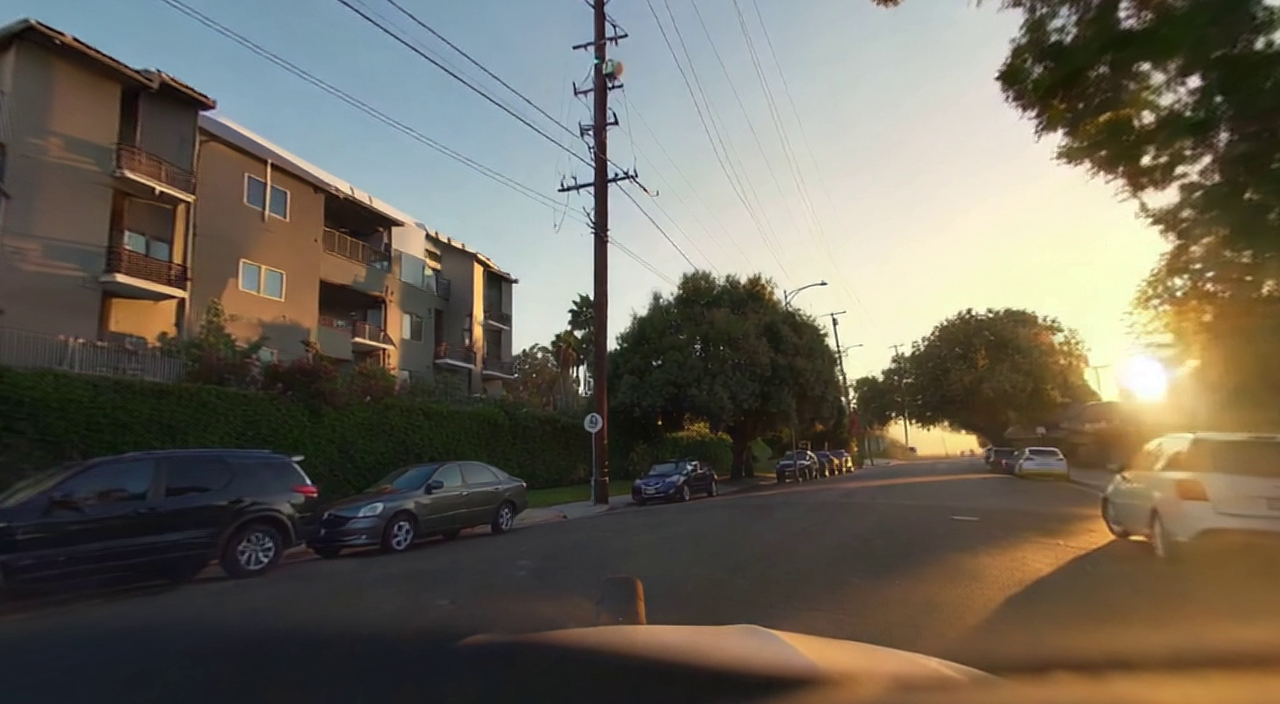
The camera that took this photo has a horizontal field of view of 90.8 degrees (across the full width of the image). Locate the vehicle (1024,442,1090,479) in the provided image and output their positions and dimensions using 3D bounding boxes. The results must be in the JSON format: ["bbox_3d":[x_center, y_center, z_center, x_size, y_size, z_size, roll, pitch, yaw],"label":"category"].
[{"bbox_3d":[18.501,4.780,28.207,1.964,1.515,4.055,-5,-10,28],"label":"vehicle"}]

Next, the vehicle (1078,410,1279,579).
[{"bbox_3d":[7.512,1.718,8.330,2.180,1.677,4.432,-5,-10,27],"label":"vehicle"}]

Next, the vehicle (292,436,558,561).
[{"bbox_3d":[-3.772,2.671,11.971,2.068,1.745,4.579,-12,-14,24],"label":"vehicle"}]

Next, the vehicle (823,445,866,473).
[{"bbox_3d":[15.179,7.952,46.742,1.953,1.699,4.234,-11,-17,29],"label":"vehicle"}]

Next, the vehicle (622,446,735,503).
[{"bbox_3d":[1.497,4.316,22.393,2.017,1.582,4.664,-13,-15,27],"label":"vehicle"}]

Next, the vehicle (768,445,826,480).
[{"bbox_3d":[8.945,6.186,35.701,2.011,1.801,4.676,-5,-10,28],"label":"vehicle"}]

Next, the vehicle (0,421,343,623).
[{"bbox_3d":[-6.346,1.920,7.337,1.973,1.848,5.100,-13,-13,25],"label":"vehicle"}]
